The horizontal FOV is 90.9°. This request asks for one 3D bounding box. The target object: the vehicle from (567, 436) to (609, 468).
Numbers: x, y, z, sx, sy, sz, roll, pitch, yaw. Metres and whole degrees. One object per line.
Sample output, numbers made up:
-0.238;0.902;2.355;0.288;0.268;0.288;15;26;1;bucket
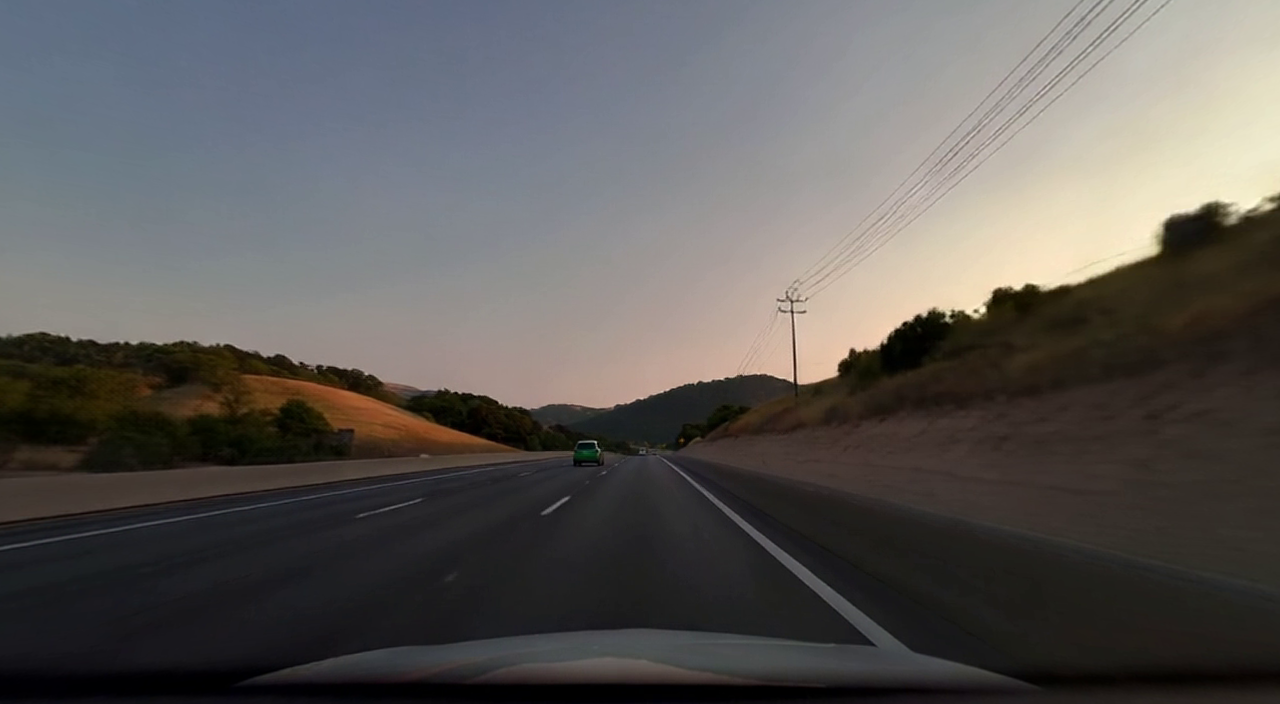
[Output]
-3.136;6.174;39.007;2.136;1.845;4.515;0;-8;1;vehicle
